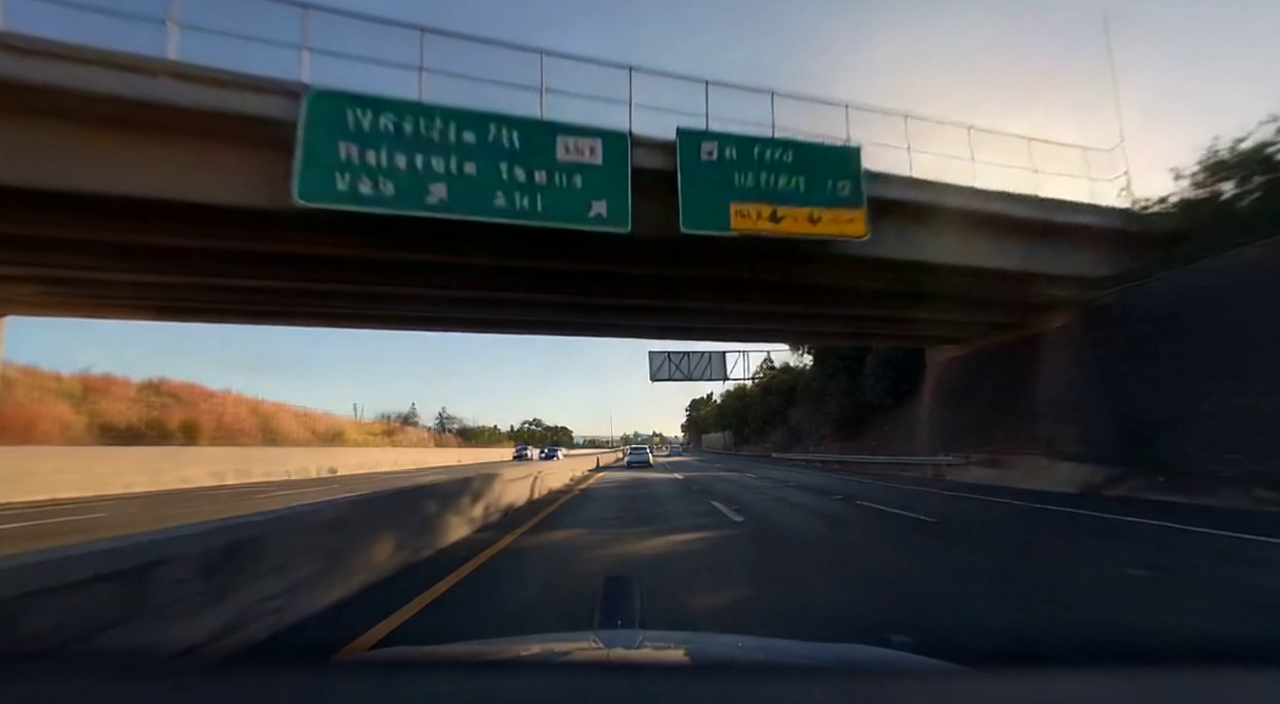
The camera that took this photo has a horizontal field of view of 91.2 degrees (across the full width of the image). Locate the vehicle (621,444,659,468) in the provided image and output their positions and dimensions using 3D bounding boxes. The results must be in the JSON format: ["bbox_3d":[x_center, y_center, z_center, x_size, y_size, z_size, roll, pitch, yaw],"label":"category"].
[{"bbox_3d":[0.047,7.209,43.594,2.084,1.594,4.219,-2,-9,8],"label":"vehicle"}]
